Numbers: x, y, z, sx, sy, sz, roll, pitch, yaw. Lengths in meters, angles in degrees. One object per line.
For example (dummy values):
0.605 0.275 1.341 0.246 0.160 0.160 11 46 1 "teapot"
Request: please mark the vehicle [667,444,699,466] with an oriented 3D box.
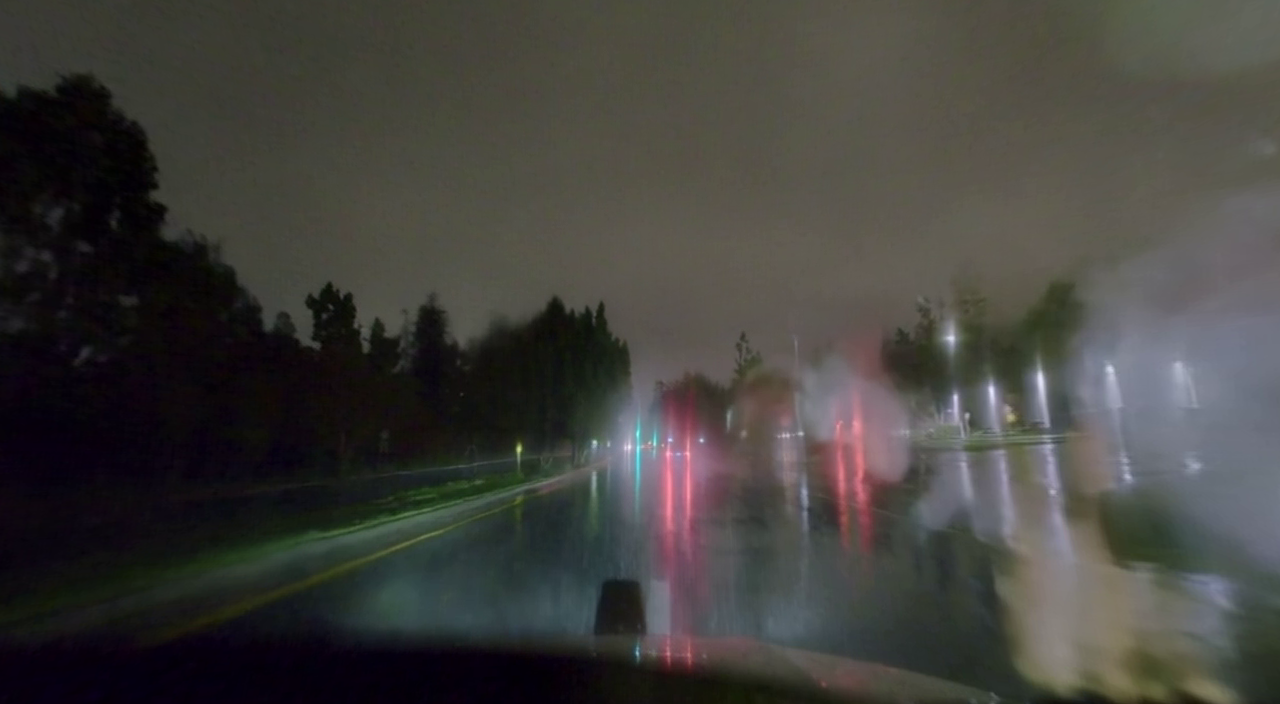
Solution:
3.036 7.448 45.664 1.925 1.488 4.271 0 -8 -1 "vehicle"
